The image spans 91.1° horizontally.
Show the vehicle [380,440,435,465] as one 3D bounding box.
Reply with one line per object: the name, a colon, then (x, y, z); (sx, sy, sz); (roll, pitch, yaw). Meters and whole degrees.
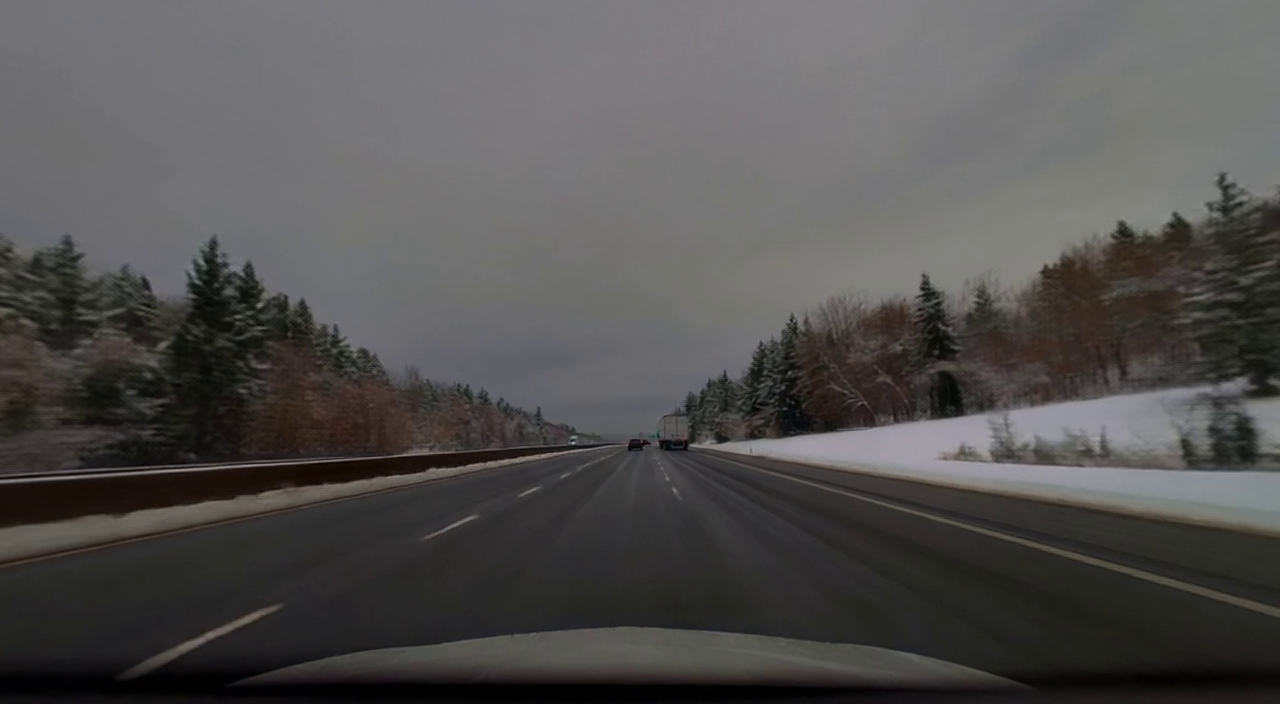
vehicle: (-17.391, 7.490, 47.221); (2.027, 1.755, 4.979); (-1, -8, 2)
